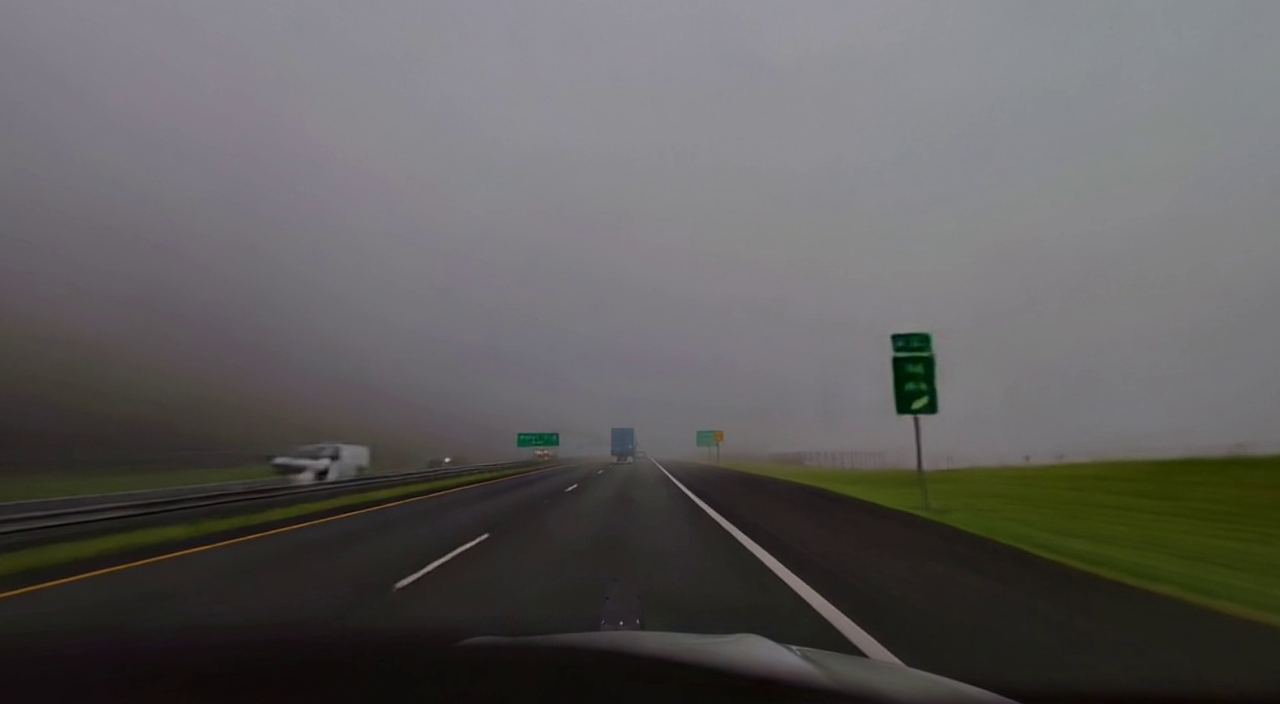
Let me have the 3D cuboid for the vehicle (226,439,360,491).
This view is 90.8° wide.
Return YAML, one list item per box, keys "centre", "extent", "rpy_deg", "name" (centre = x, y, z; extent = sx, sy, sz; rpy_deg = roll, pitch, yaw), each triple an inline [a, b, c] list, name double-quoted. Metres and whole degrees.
- centre: [-12.166, 3.988, 22.581]
  extent: [2.111, 1.612, 4.711]
  rpy_deg: [0, -9, 0]
  name: "vehicle"
